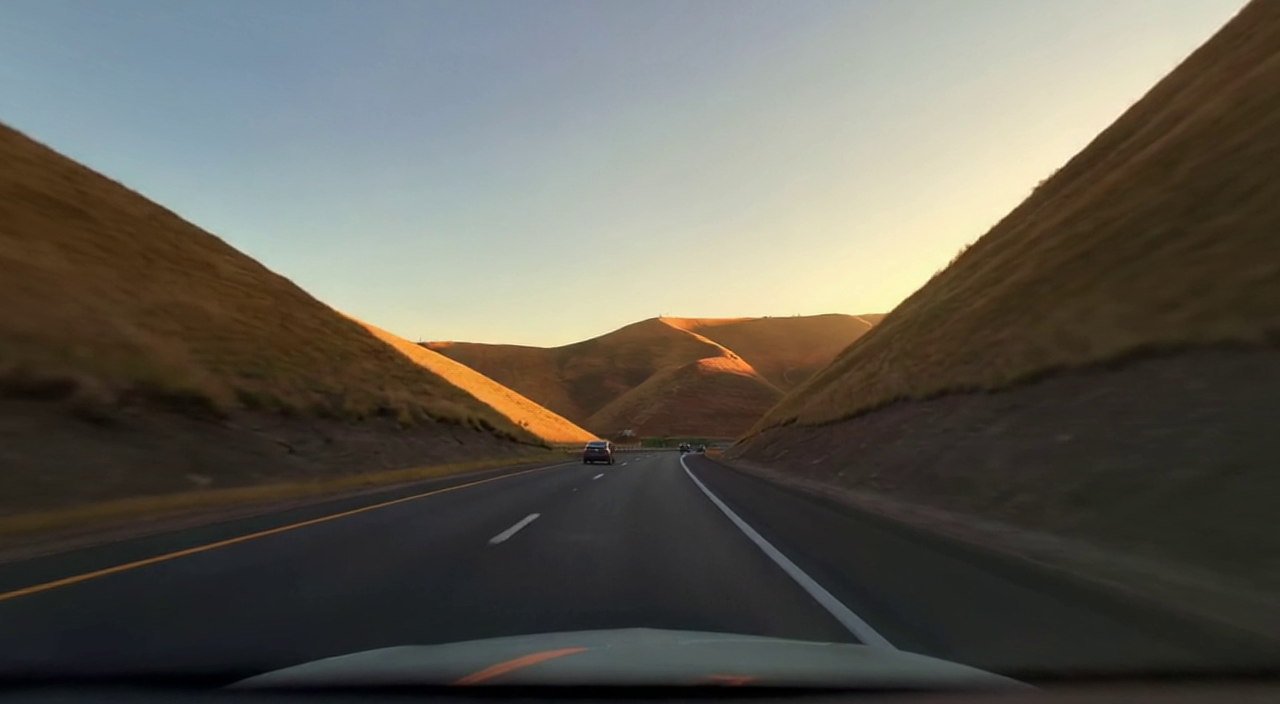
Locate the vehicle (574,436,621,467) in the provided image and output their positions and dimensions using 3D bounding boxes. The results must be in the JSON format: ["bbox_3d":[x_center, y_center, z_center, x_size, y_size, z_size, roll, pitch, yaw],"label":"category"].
[{"bbox_3d":[-2.489,5.973,38.140,2.252,1.743,4.560,-1,-8,3],"label":"vehicle"}]
